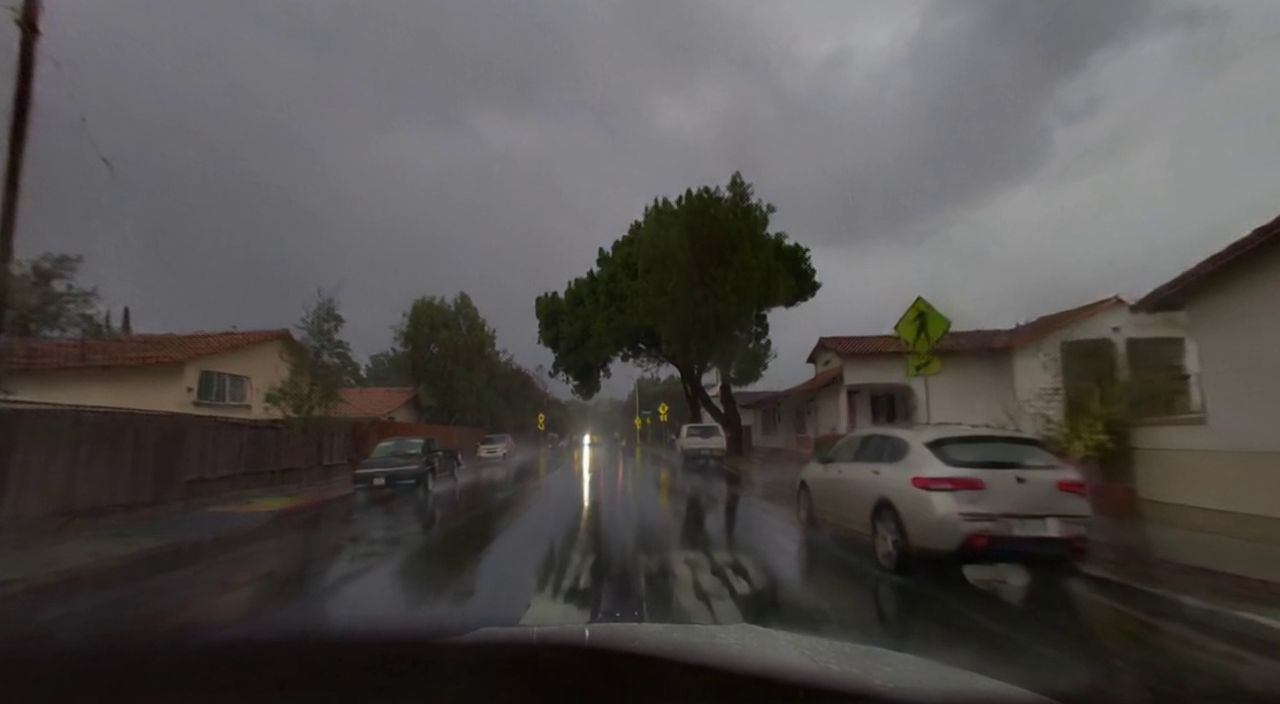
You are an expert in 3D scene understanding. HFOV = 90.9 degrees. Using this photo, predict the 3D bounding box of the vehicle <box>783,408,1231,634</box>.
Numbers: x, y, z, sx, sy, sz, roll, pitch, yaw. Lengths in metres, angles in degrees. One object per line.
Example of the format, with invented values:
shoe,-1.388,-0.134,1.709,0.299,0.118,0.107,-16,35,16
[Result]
vehicle,3.178,1.489,6.969,1.875,1.568,4.899,0,-7,-2

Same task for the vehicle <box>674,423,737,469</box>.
vehicle,2.508,3.744,25.366,1.997,1.663,4.544,0,-8,-1

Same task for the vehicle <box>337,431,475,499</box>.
vehicle,-6.022,2.917,17.039,1.972,1.502,5.530,0,-8,-4

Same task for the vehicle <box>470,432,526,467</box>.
vehicle,-6.599,4.551,29.665,1.842,1.540,3.704,0,-8,-2
